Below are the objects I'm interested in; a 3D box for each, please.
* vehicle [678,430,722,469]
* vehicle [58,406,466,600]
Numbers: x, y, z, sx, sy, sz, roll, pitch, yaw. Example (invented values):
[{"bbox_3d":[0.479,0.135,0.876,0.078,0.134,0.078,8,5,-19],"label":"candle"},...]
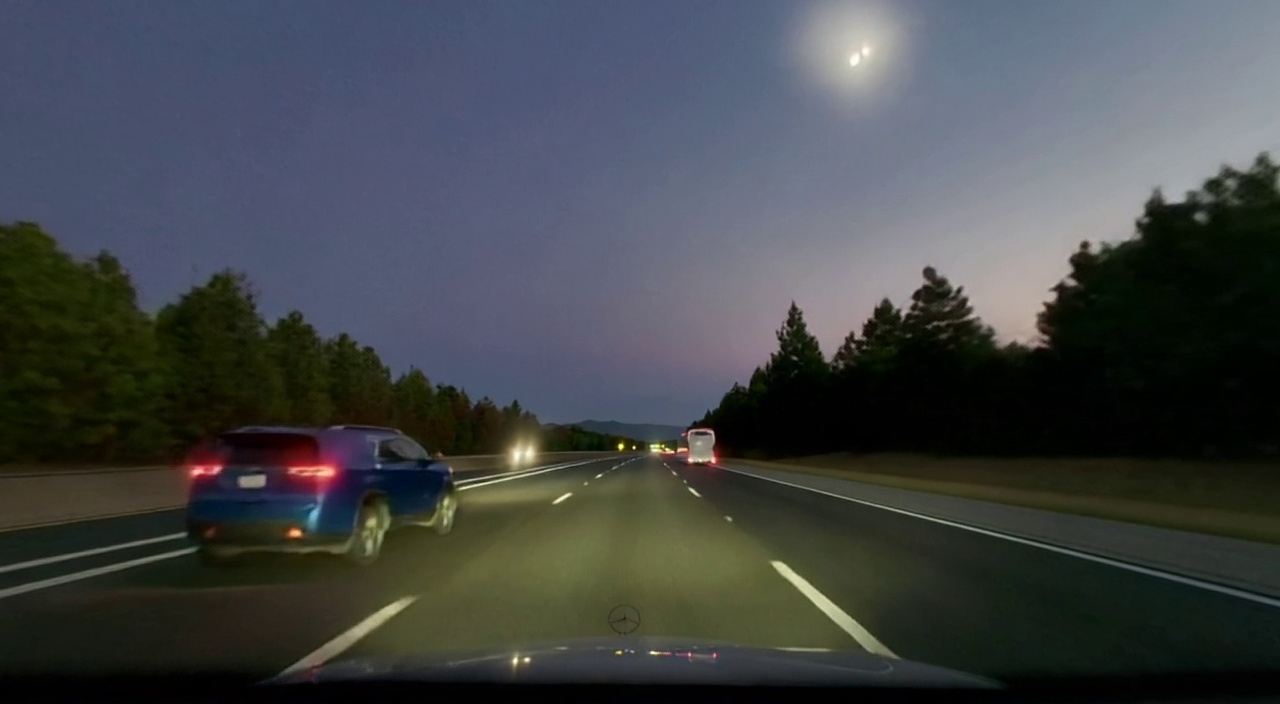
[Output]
[{"bbox_3d":[4.302,7.186,46.531,2.614,2.655,6.429,0,-9,0],"label":"vehicle"},{"bbox_3d":[-3.850,1.639,7.726,2.020,1.619,4.690,0,-9,1],"label":"vehicle"}]
